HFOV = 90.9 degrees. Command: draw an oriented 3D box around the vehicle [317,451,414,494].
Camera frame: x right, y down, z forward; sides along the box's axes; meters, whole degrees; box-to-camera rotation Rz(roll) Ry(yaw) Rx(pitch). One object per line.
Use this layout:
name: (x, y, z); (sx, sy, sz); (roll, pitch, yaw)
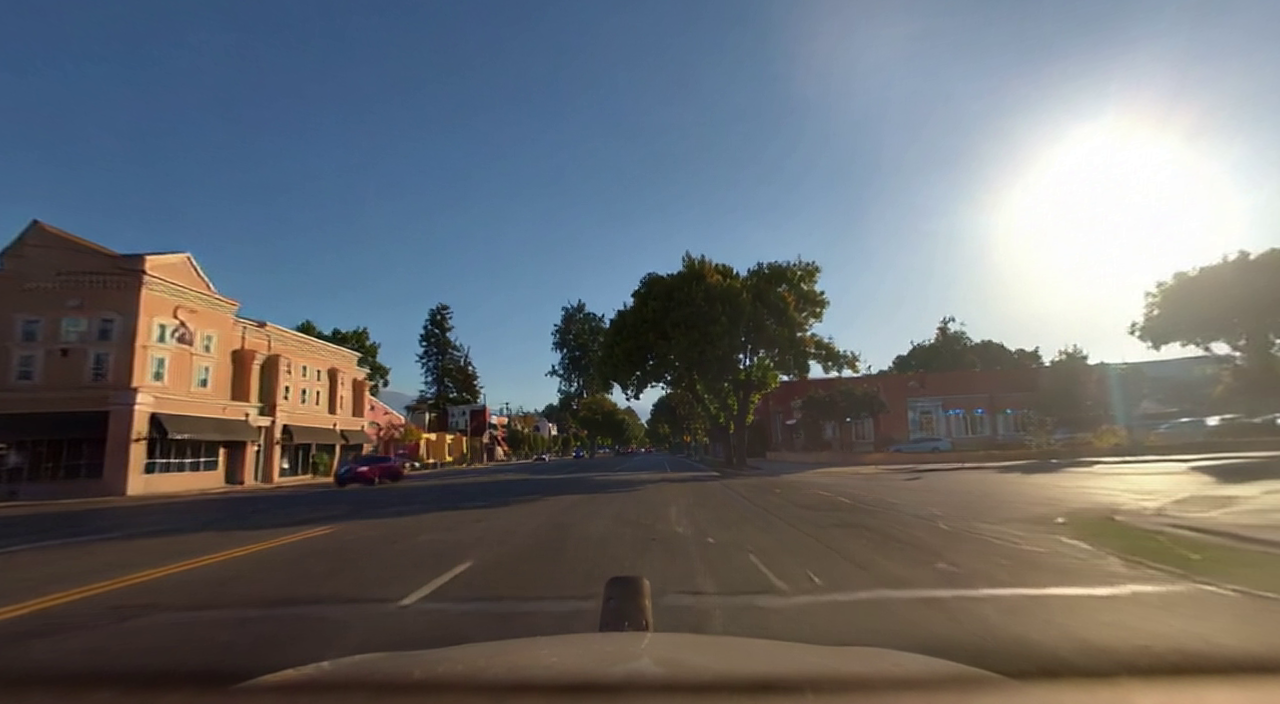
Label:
vehicle: (-11.463, 5.025, 26.710); (2.033, 1.497, 4.567); (-4, -8, 1)
